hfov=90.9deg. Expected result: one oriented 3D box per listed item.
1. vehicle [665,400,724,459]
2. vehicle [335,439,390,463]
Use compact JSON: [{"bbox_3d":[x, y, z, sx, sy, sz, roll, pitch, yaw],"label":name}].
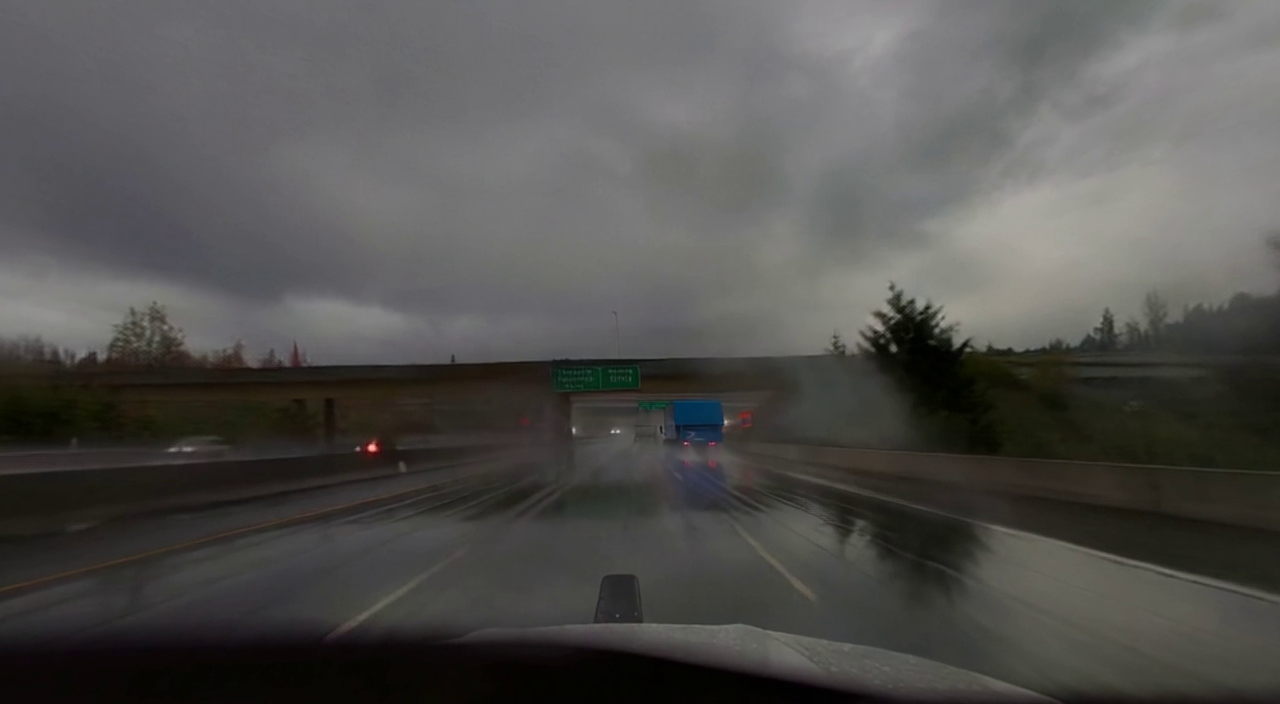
[{"bbox_3d":[3.525,5.454,43.845,2.981,3.512,11.154,0,-8,-1],"label":"vehicle"},{"bbox_3d":[-17.911,6.369,40.854,1.754,1.453,3.731,0,-8,1],"label":"vehicle"}]
